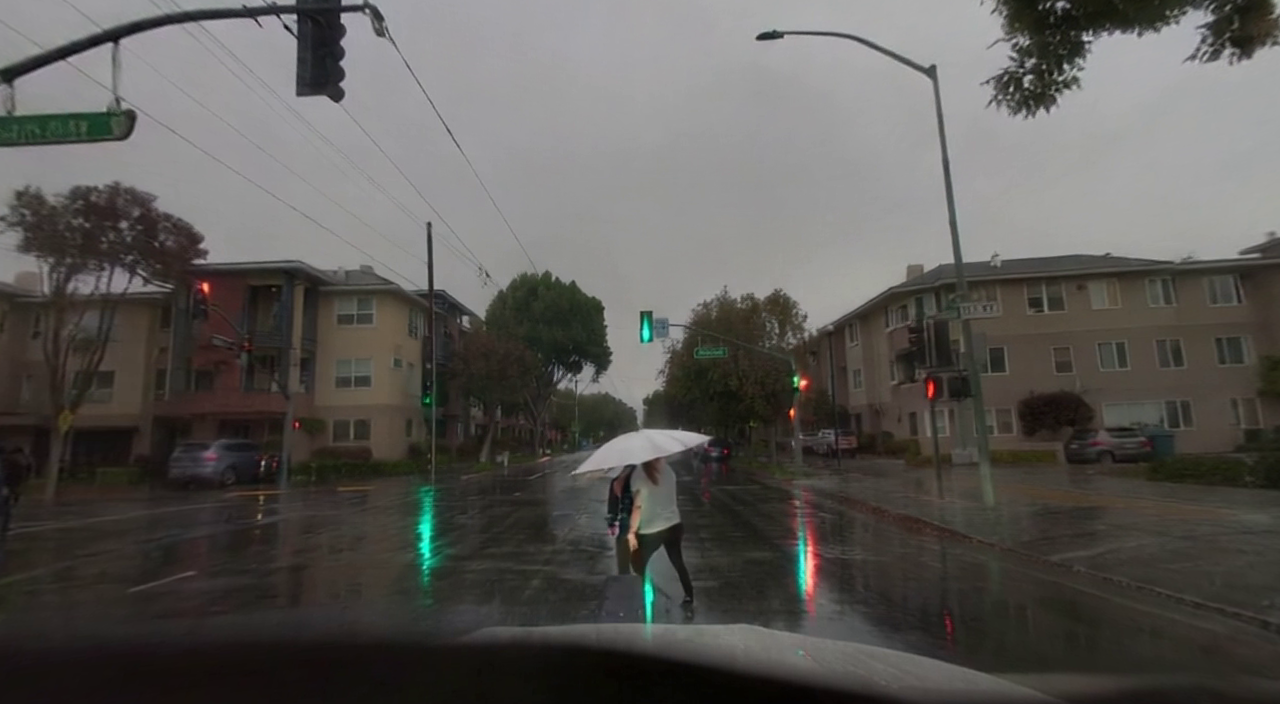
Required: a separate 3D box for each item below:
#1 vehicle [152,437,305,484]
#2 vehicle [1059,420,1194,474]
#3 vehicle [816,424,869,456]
[{"bbox_3d":[-18.977,5.000,29.423,5.468,1.854,2.283,-2,-8,-5],"label":"vehicle"},{"bbox_3d":[17.074,3.364,22.468,2.013,1.722,4.007,-2,-9,9],"label":"vehicle"},{"bbox_3d":[11.538,5.066,36.212,1.950,1.714,4.245,-1,-9,5],"label":"vehicle"}]
